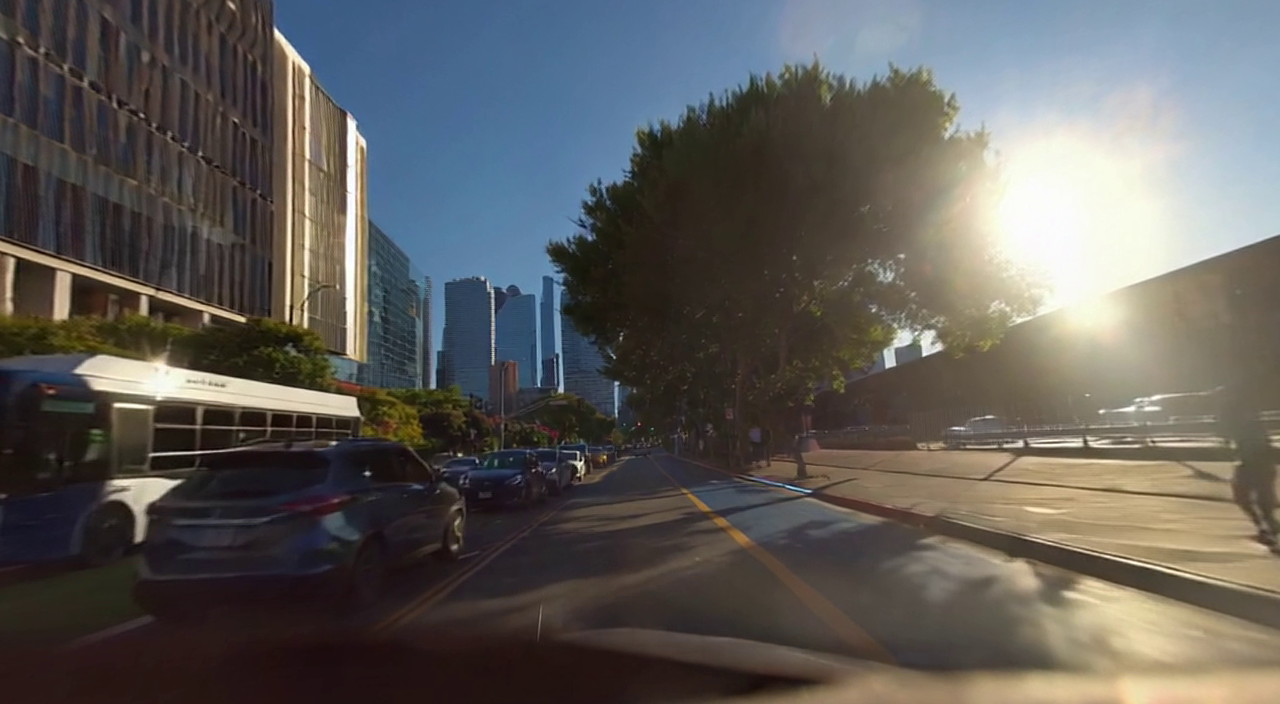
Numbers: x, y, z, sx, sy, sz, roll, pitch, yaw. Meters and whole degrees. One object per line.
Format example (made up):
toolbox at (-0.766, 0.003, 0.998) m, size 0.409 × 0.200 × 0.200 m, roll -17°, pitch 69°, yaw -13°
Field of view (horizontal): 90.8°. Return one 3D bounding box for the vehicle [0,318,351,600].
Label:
vehicle at (-9.372, 2.035, 11.632) m, size 3.233 × 3.399 × 10.283 m, roll -8°, pitch -8°, yaw -1°

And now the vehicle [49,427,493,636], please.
vehicle at (-3.499, 1.783, 7.460) m, size 2.266 × 1.621 × 4.783 m, roll -1°, pitch -8°, yaw 1°
